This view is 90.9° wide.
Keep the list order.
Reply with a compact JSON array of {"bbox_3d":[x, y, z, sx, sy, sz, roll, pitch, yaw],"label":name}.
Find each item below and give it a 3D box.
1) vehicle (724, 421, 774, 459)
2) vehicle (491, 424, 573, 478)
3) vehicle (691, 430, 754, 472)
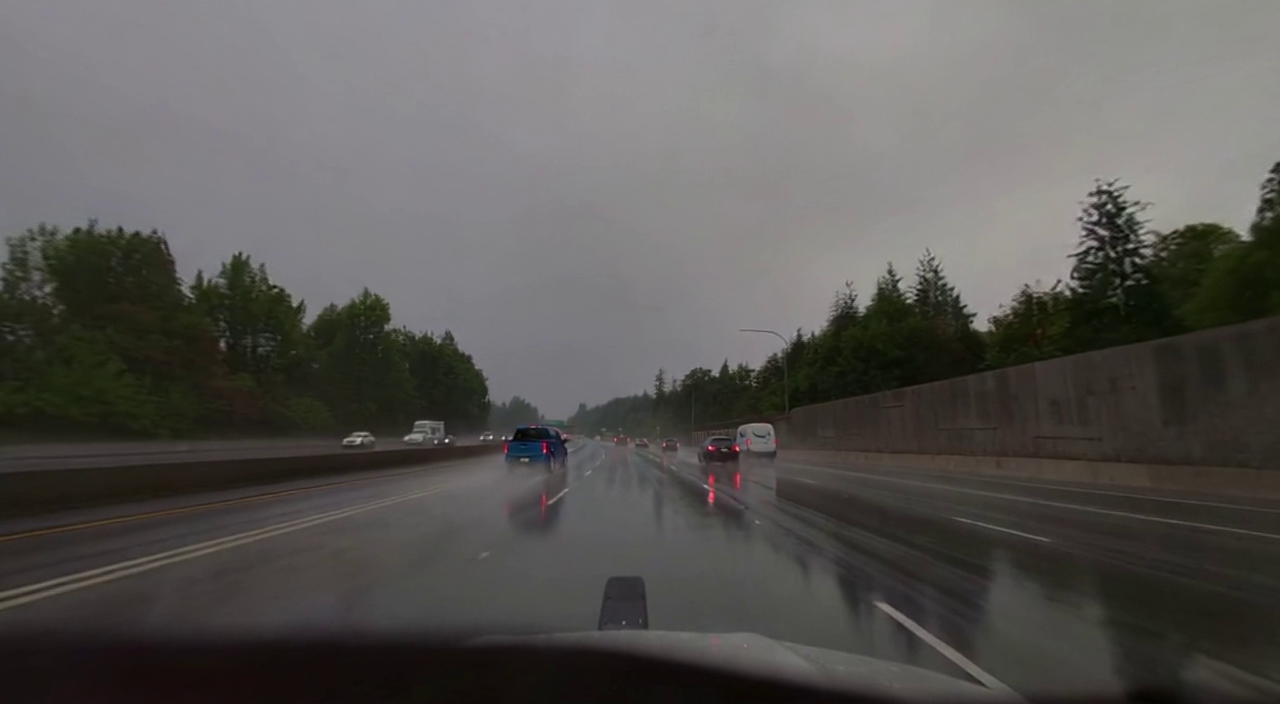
[{"bbox_3d":[8.490,6.979,49.907,2.274,2.802,6.802,0,-8,-4],"label":"vehicle"},{"bbox_3d":[-4.123,3.924,25.283,2.331,1.884,5.787,0,-8,-1],"label":"vehicle"},{"bbox_3d":[3.650,4.499,28.782,2.141,1.732,4.279,0,-8,-2],"label":"vehicle"}]
